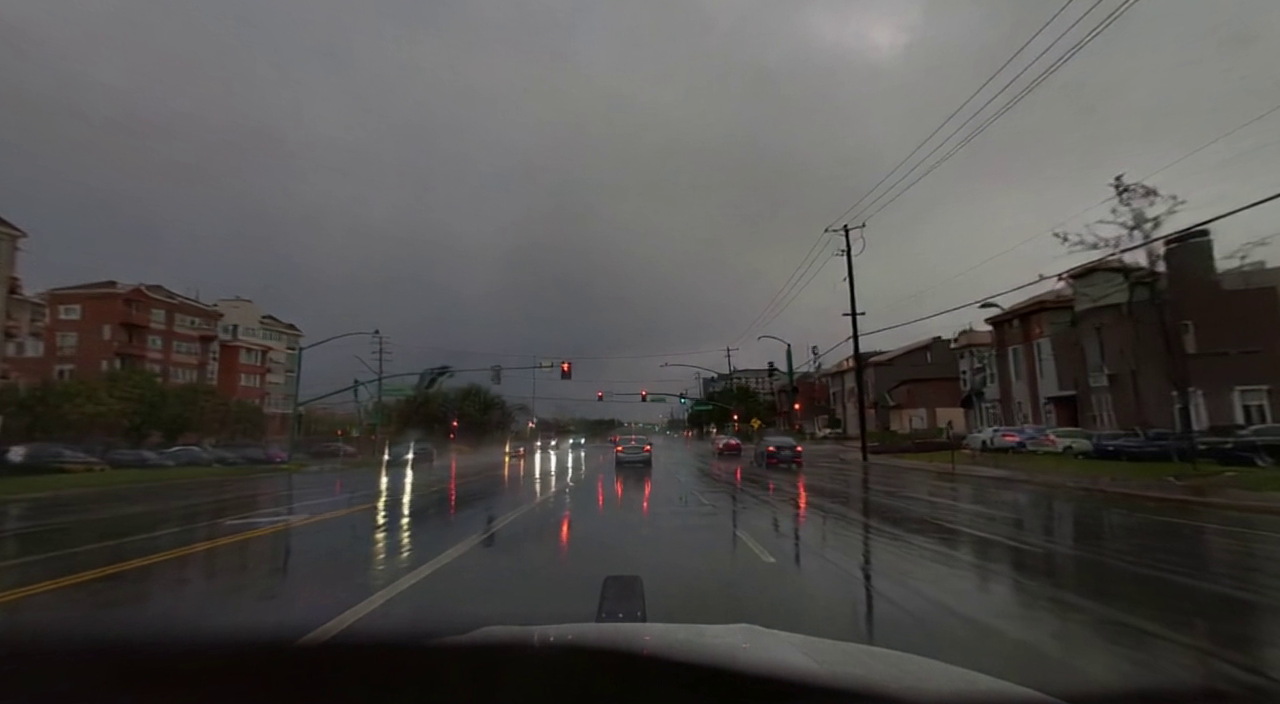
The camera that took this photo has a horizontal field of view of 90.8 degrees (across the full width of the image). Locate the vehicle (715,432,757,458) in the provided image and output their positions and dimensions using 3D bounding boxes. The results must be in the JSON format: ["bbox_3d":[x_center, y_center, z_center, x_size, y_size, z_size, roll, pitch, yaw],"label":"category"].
[{"bbox_3d":[6.273,6.152,41.719,1.963,1.611,4.359,0,-9,-1],"label":"vehicle"}]

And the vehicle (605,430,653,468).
[{"bbox_3d":[-0.479,4.431,28.915,2.032,1.593,3.896,0,-9,0],"label":"vehicle"}]

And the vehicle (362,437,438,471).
[{"bbox_3d":[-12.848,5.478,34.123,1.858,1.686,4.330,-2,-9,10],"label":"vehicle"}]

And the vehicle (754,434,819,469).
[{"bbox_3d":[6.296,4.353,27.674,1.768,1.417,4.213,0,-9,-1],"label":"vehicle"}]
